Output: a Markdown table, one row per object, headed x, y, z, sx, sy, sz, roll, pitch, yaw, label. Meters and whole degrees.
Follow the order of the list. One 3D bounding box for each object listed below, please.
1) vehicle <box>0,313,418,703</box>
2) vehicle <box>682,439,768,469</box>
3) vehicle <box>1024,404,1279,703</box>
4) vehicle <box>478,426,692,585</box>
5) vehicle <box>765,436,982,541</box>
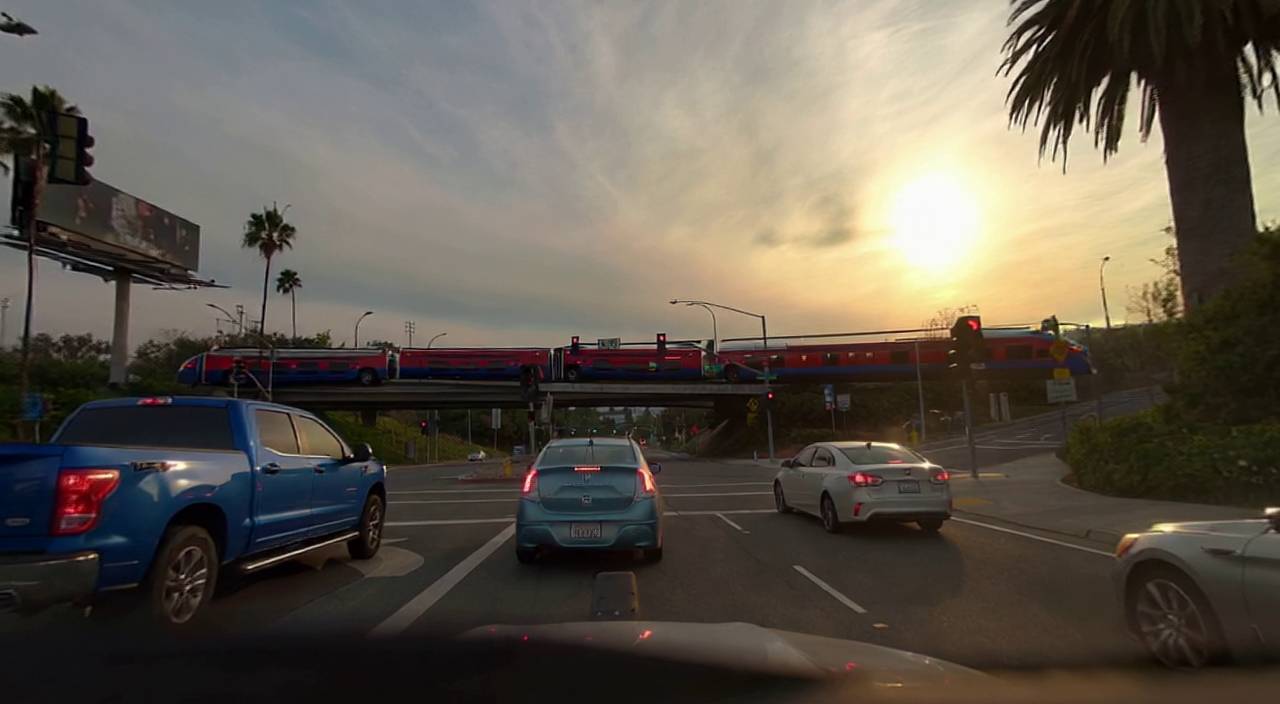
| x | y | z | sx | sy | sz | roll | pitch | yaw | label |
| --- | --- | --- | --- | --- | --- | --- | --- | --- | --- |
| -3.787 | 1.122 | 5.057 | 2.078 | 1.838 | 5.448 | 0 | -9 | -1 | vehicle |
| 4.213 | 5.163 | 32.090 | 1.878 | 1.428 | 4.416 | 5 | -10 | -33 | vehicle |
| 3.874 | 0.908 | 2.299 | 2.052 | 1.496 | 4.541 | 0 | -9 | -1 | vehicle |
| -0.613 | 1.771 | 8.143 | 2.035 | 1.491 | 4.090 | 0 | -9 | -3 | vehicle |
| 3.705 | 2.239 | 11.083 | 1.965 | 1.448 | 4.486 | 0 | -9 | -2 | vehicle |
